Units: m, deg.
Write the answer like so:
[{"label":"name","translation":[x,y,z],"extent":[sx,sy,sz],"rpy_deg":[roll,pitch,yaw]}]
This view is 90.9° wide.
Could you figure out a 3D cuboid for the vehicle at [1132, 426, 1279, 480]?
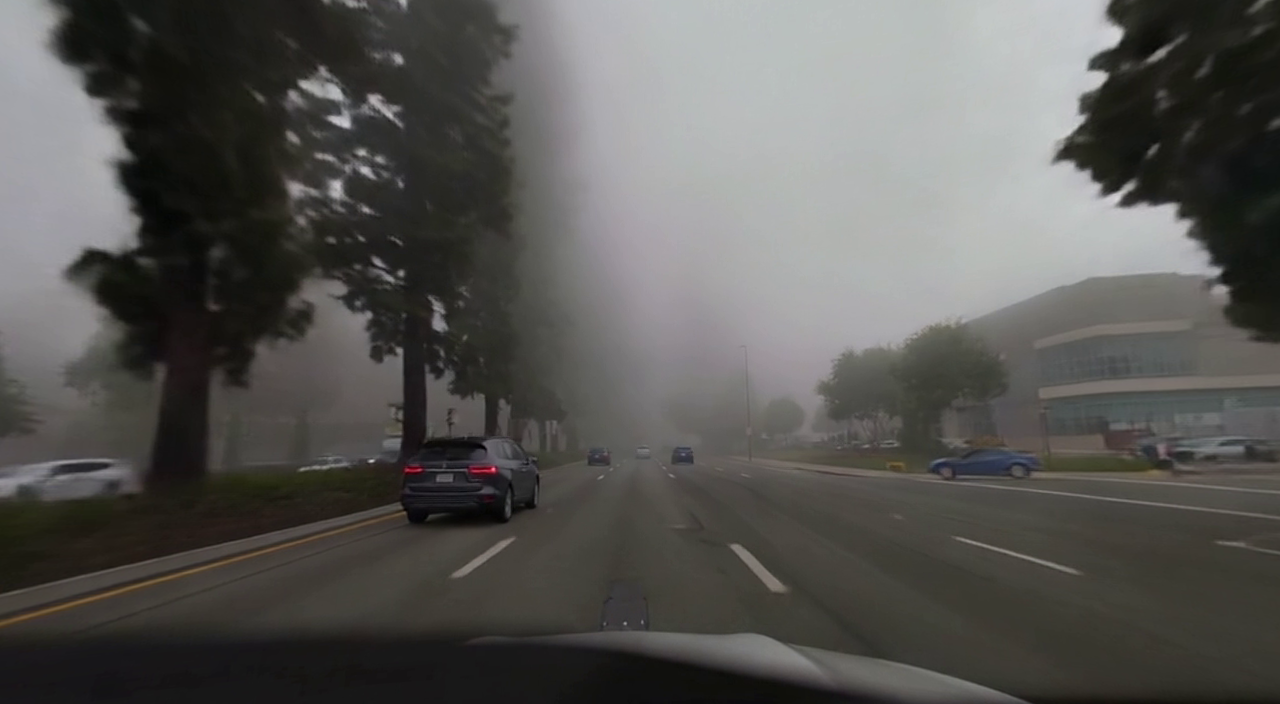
[{"label":"vehicle","translation":[20.645,3.543,22.235],"extent":[4.691,1.626,1.989],"rpy_deg":[-3,-9,3]}]

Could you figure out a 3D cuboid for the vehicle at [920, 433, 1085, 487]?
[{"label":"vehicle","translation":[12.685,3.835,22.388],"extent":[4.515,1.599,1.968],"rpy_deg":[-5,-10,10]}]

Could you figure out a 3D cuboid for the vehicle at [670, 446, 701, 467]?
[{"label":"vehicle","translation":[3.402,7.927,48.087],"extent":[2.087,1.506,4.276],"rpy_deg":[0,-9,0]}]

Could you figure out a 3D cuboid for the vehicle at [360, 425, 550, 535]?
[{"label":"vehicle","translation":[-3.140,2.288,11.894],"extent":[2.121,1.656,4.559],"rpy_deg":[0,-9,1]}]

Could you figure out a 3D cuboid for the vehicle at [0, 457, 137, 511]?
[{"label":"vehicle","translation":[-21.337,4.759,23.195],"extent":[1.841,1.722,4.490],"rpy_deg":[0,-9,0]}]

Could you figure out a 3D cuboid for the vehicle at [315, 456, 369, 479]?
[{"label":"vehicle","translation":[-21.473,8.361,45.657],"extent":[1.729,1.499,4.579],"rpy_deg":[0,-9,-1]}]
